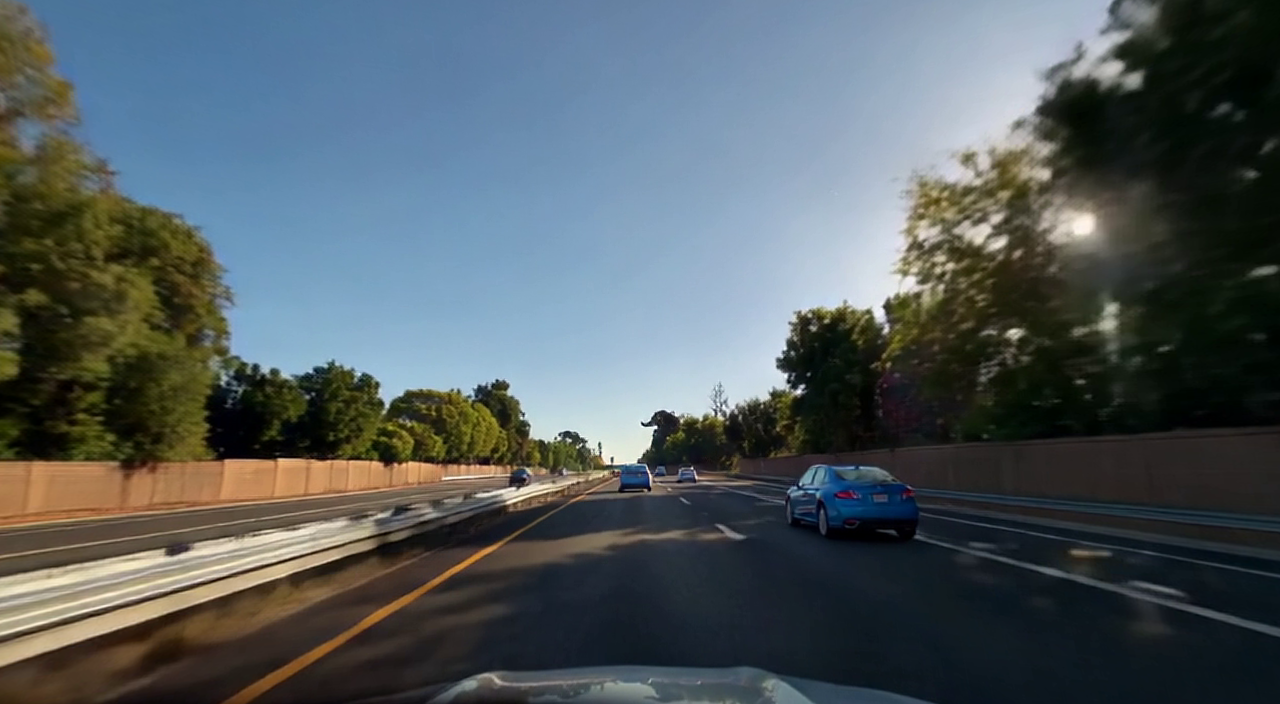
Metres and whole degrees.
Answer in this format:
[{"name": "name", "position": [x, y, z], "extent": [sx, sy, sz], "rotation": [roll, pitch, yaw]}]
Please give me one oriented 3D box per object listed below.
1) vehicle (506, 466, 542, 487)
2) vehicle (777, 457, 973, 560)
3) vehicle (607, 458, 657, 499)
[{"name": "vehicle", "position": [-8.919, 9.609, 48.811], "extent": [2.006, 1.468, 4.450], "rotation": [1, -11, -1]}, {"name": "vehicle", "position": [3.940, 2.709, 11.448], "extent": [1.938, 1.494, 4.032], "rotation": [1, -11, -1]}, {"name": "vehicle", "position": [-0.355, 5.599, 28.042], "extent": [2.037, 1.605, 3.833], "rotation": [1, -11, 0]}]
